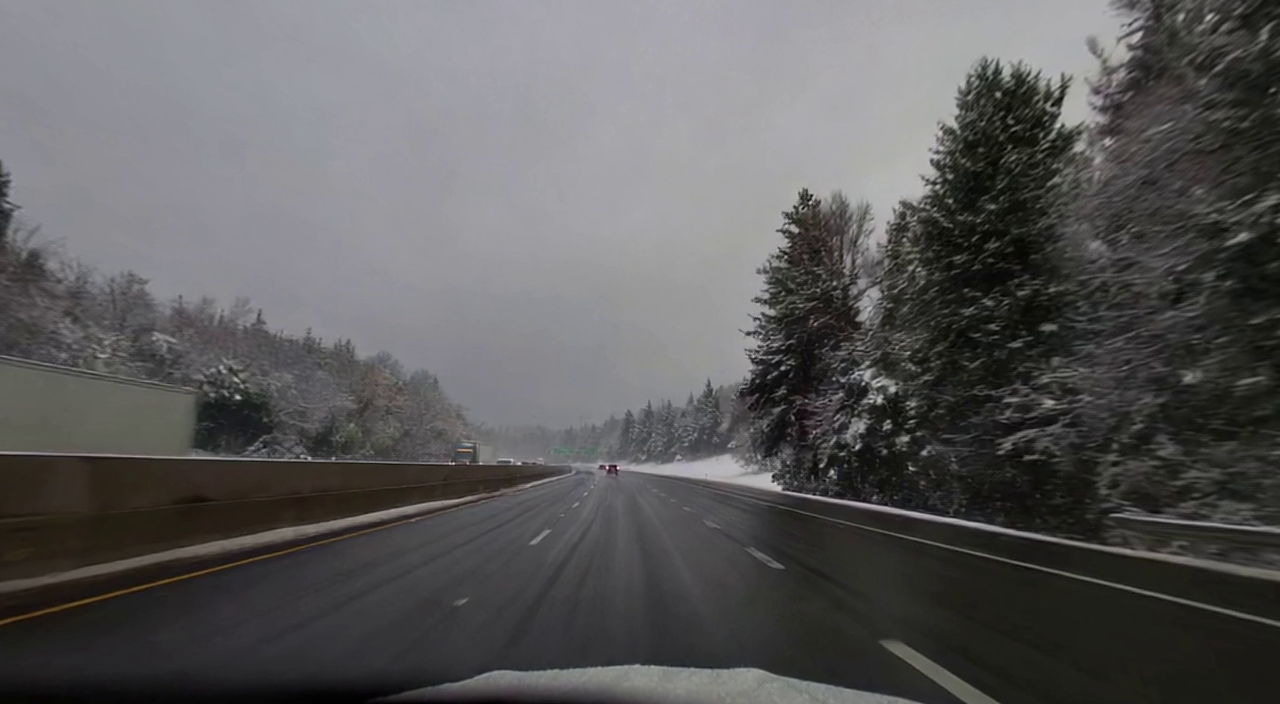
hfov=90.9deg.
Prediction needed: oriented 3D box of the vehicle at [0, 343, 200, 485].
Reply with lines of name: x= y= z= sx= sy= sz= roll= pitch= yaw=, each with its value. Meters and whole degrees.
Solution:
vehicle: x=-19.914 y=2.035 z=19.500 sx=2.876 sy=4.019 sz=13.821 roll=1 pitch=-10 yaw=-1
